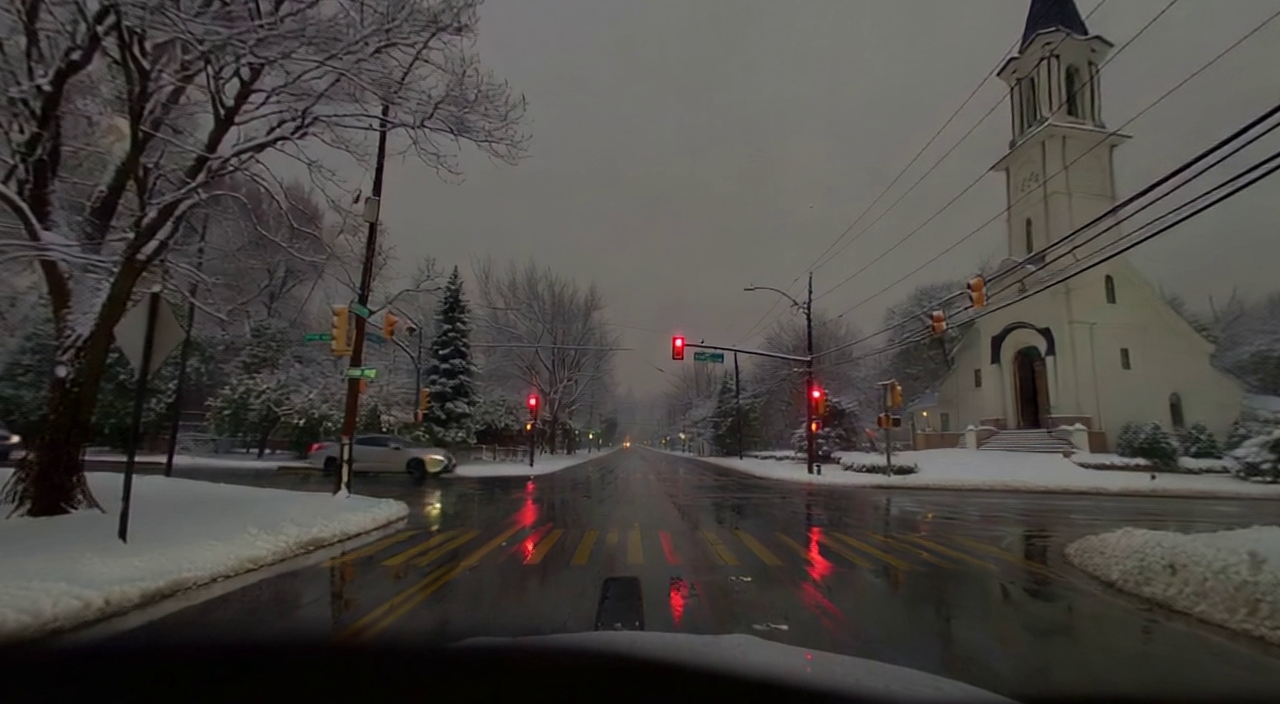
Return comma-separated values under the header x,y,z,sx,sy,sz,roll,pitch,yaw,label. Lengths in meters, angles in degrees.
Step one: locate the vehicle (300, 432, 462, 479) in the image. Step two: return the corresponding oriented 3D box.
x,y,z,sx,sy,sz,roll,pitch,yaw,label
-8.843,3.558,21.866,4.718,1.497,2.032,0,-9,4,vehicle
